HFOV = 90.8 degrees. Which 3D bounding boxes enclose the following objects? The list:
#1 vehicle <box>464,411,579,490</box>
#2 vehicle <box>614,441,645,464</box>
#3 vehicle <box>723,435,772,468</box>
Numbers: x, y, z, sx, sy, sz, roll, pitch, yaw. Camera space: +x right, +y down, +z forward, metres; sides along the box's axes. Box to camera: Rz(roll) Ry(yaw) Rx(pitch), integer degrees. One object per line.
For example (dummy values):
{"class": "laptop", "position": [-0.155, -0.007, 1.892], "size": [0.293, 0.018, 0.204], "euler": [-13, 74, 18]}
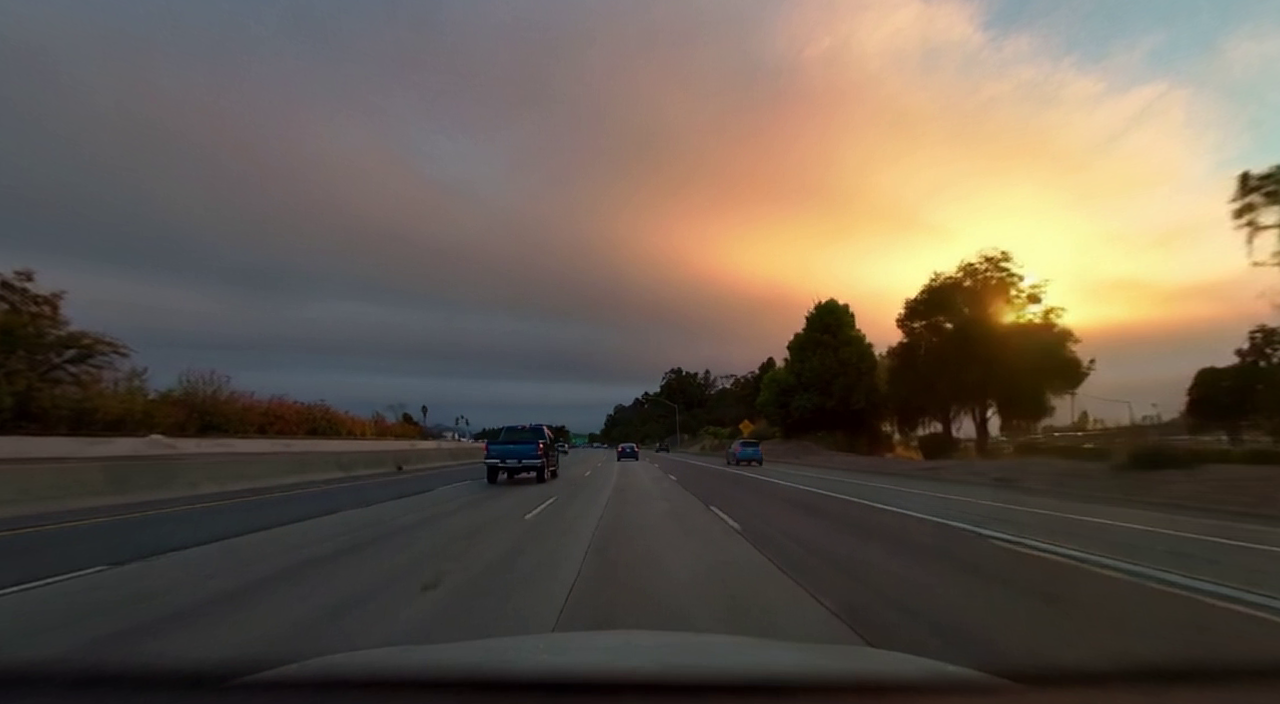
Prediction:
{"class": "vehicle", "position": [-3.594, 3.207, 20.686], "size": [2.592, 2.179, 6.034], "euler": [0, -9, 0]}
{"class": "vehicle", "position": [-0.732, 7.364, 46.370], "size": [2.157, 1.642, 4.189], "euler": [0, -9, -1]}
{"class": "vehicle", "position": [6.732, 6.294, 40.054], "size": [2.103, 1.898, 5.310], "euler": [0, -9, -1]}
